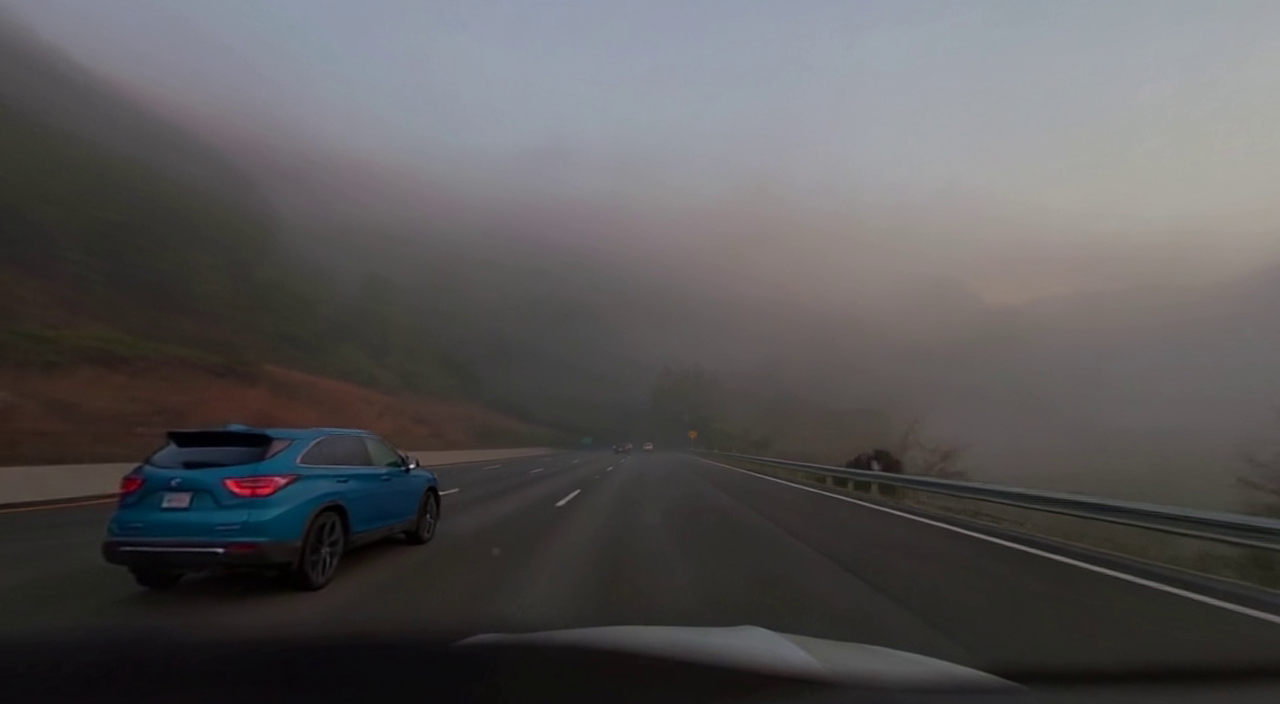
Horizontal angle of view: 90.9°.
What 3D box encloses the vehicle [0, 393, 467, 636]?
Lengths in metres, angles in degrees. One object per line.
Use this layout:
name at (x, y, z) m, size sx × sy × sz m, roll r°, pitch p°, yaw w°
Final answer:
vehicle at (-3.439, 1.439, 6.578) m, size 1.983 × 1.663 × 4.290 m, roll 0°, pitch -9°, yaw 1°
